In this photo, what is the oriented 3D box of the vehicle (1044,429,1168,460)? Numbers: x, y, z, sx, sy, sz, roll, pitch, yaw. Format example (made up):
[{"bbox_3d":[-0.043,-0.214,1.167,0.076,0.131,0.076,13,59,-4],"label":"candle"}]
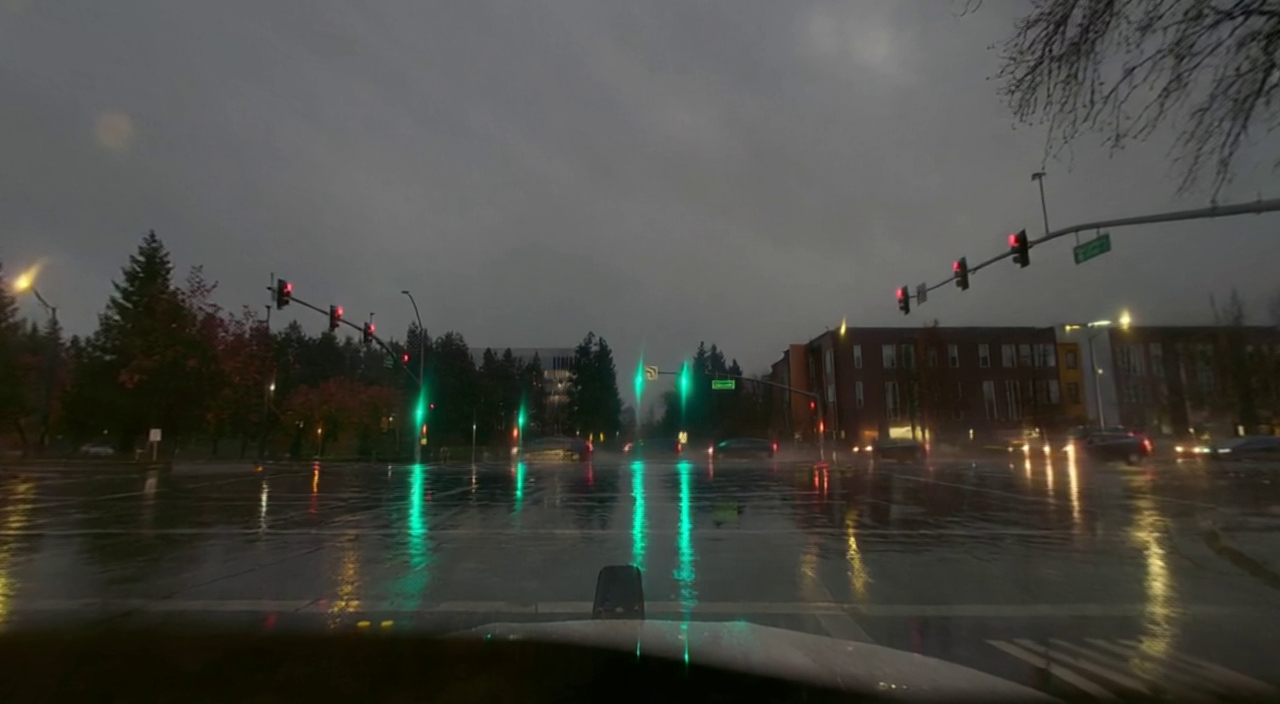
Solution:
[{"bbox_3d":[29.373,5.848,39.942,6.133,1.833,2.155,0,-9,-2],"label":"vehicle"}]

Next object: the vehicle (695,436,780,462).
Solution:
[{"bbox_3d":[5.652,5.675,36.875,4.631,1.435,1.715,0,-9,-1],"label":"vehicle"}]

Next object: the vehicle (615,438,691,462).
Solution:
[{"bbox_3d":[0.805,6.227,40.187,4.759,1.445,1.865,0,-9,0],"label":"vehicle"}]

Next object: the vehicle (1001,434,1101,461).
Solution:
[{"bbox_3d":[23.769,5.529,36.641,4.519,1.476,1.767,0,-9,1],"label":"vehicle"}]

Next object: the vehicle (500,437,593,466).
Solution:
[{"bbox_3d":[-4.844,5.212,33.209,4.629,1.423,1.833,0,-9,1],"label":"vehicle"}]

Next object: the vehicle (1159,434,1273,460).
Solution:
[{"bbox_3d":[33.393,5.518,36.727,4.724,1.452,1.870,0,-9,0],"label":"vehicle"}]

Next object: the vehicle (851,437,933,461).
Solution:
[{"bbox_3d":[15.935,6.155,40.105,4.443,1.472,1.794,0,-9,1],"label":"vehicle"}]
